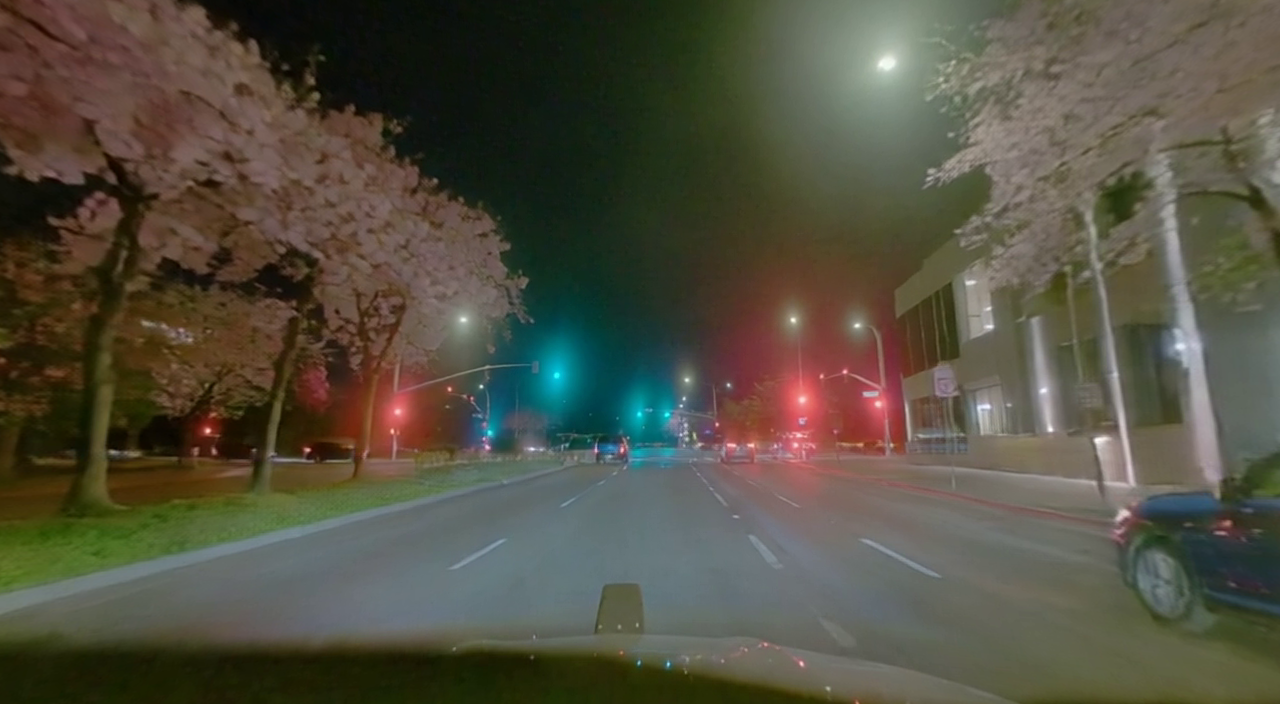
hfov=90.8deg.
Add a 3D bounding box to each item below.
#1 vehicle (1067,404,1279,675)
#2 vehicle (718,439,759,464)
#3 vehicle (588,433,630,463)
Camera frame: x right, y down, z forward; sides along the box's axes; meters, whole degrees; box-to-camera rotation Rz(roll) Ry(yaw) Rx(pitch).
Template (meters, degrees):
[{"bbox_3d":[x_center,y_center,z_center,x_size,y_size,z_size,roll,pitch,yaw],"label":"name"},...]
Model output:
[{"bbox_3d":[4.630,0.992,3.136,2.019,1.518,4.285,0,-9,1],"label":"vehicle"},{"bbox_3d":[6.082,6.192,39.366,2.007,1.466,4.291,0,-9,2],"label":"vehicle"},{"bbox_3d":[-1.801,5.865,38.445,1.995,1.703,4.367,-1,-9,4],"label":"vehicle"}]
